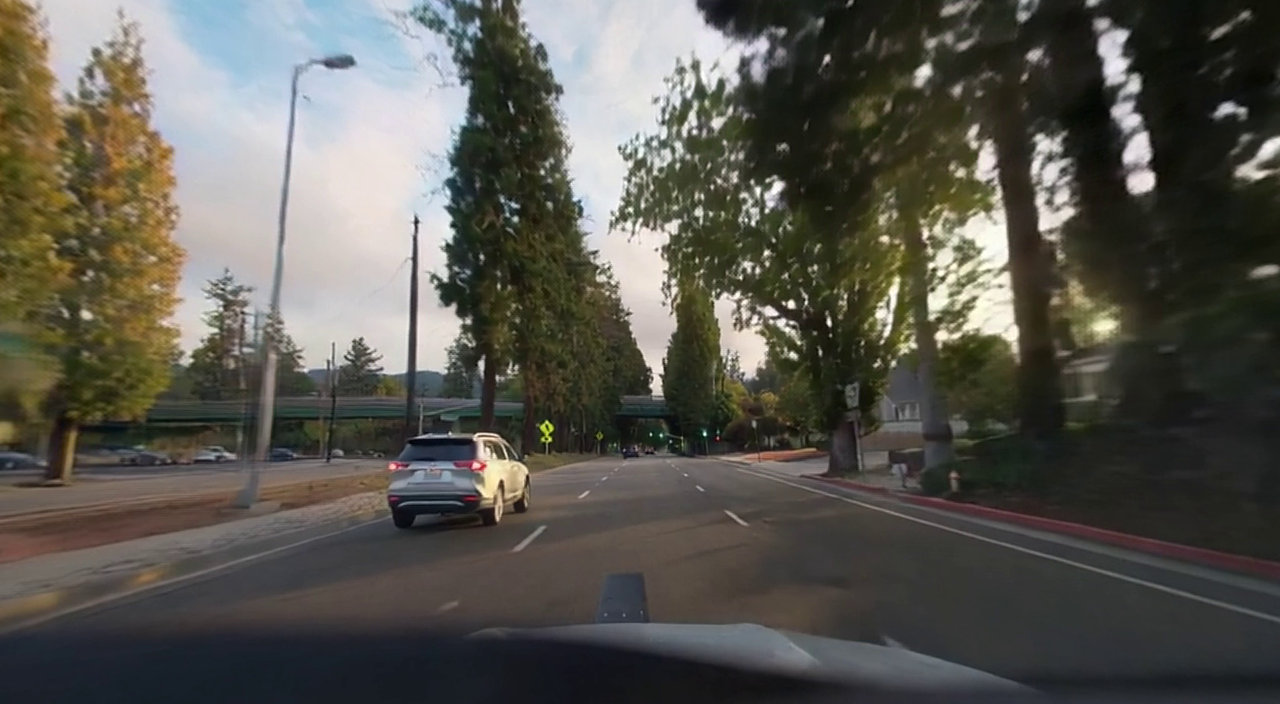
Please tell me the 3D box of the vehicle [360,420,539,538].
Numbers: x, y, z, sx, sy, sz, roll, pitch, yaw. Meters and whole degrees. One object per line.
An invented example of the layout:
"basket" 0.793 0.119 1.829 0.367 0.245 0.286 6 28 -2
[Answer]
"vehicle" -3.173 2.194 11.500 1.882 1.704 4.335 -1 -8 0
